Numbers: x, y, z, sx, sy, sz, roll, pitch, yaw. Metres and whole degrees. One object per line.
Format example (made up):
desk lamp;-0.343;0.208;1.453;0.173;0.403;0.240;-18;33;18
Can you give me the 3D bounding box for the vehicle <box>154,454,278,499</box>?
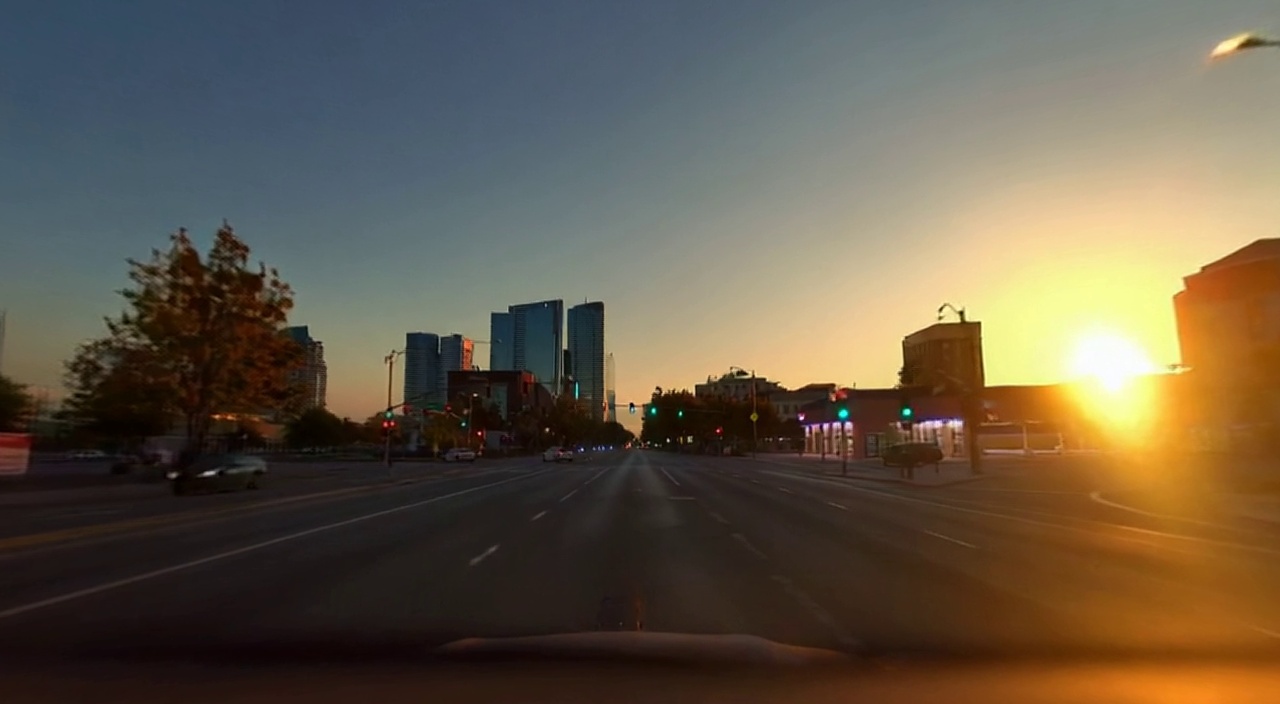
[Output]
vehicle;-15.755;4.626;23.837;1.930;1.473;4.480;1;-9;-6
